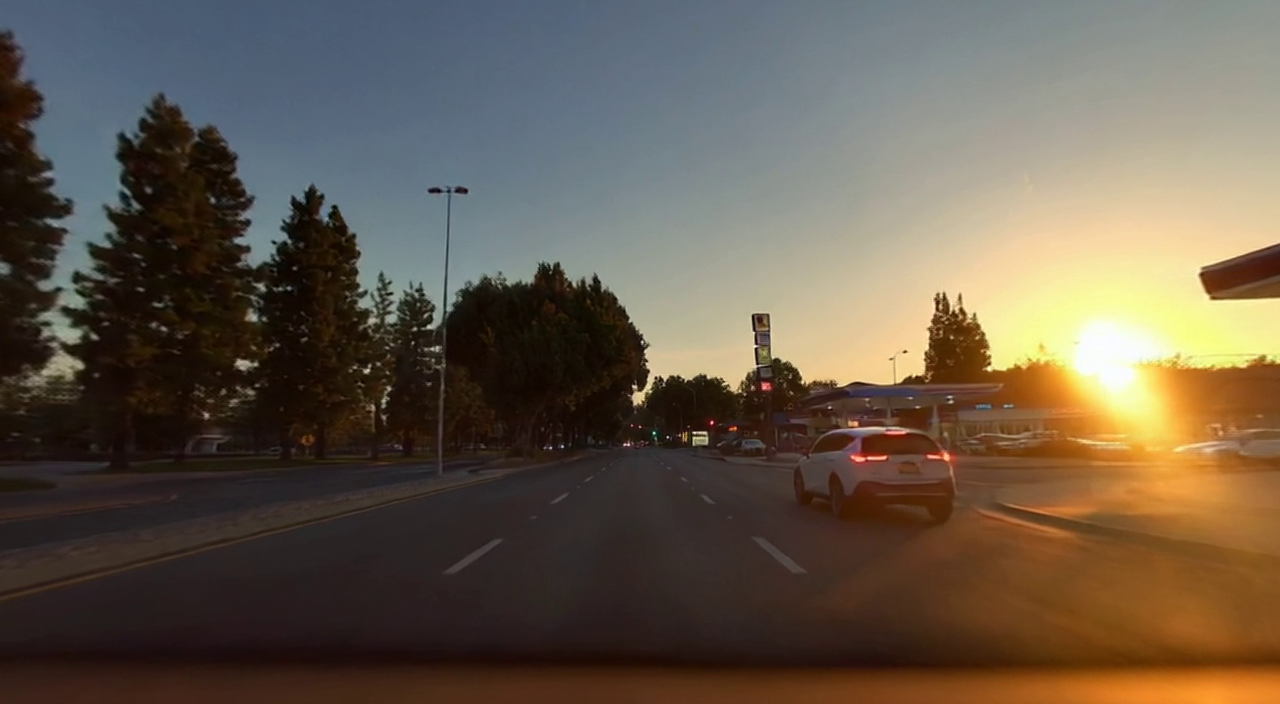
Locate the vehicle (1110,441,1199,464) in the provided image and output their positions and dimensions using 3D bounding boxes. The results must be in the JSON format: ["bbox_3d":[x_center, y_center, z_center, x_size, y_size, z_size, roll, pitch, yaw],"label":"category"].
[{"bbox_3d":[33.964,6.653,41.768,4.182,1.473,1.840,0,-8,1],"label":"vehicle"}]

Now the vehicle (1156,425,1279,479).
[{"bbox_3d":[23.301,3.676,23.360,6.404,1.894,2.275,0,-8,0],"label":"vehicle"}]

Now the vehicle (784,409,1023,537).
[{"bbox_3d":[4.487,2.162,11.931,2.245,1.864,5.076,0,-8,-1],"label":"vehicle"}]

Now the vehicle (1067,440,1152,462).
[{"bbox_3d":[32.988,6.946,44.434,4.355,1.479,1.940,0,-8,2],"label":"vehicle"}]
